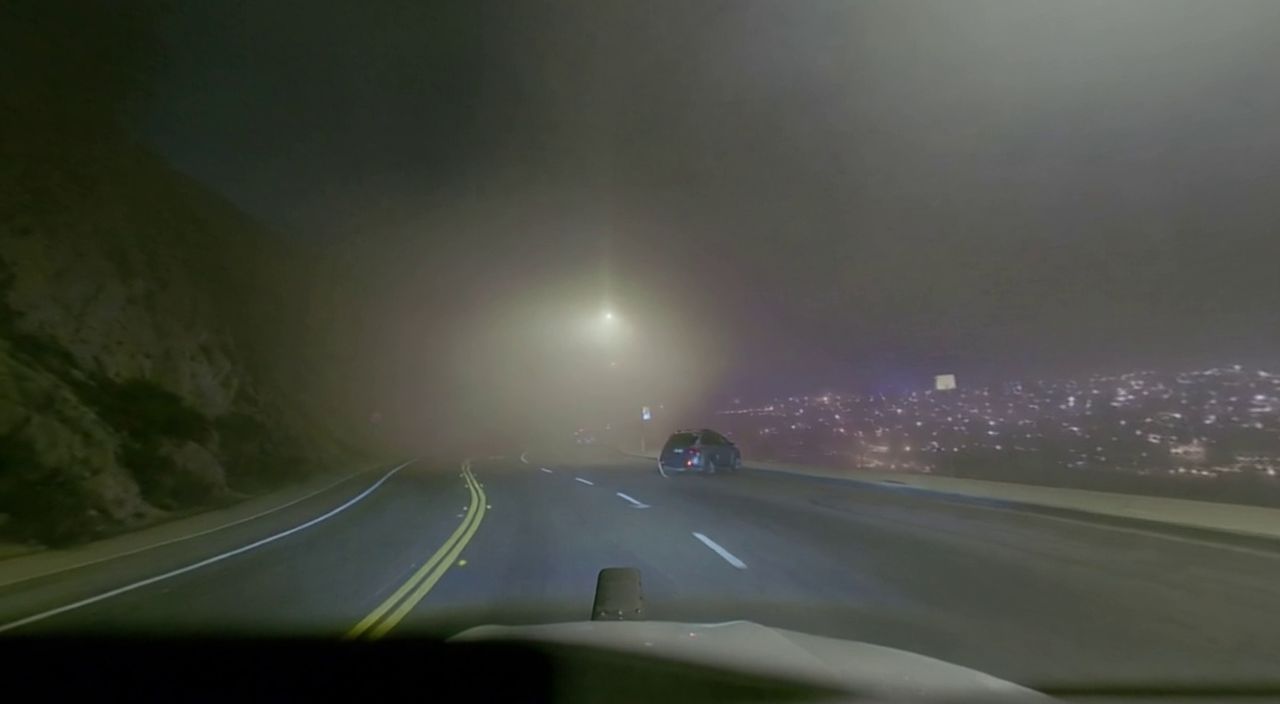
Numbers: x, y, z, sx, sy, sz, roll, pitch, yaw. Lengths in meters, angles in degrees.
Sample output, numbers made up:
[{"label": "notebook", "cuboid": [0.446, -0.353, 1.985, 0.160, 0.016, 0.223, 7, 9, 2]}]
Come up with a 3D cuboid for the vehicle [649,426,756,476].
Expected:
[{"label": "vehicle", "cuboid": [2.452, 3.693, 23.682, 2.064, 1.667, 4.453, -6, -10, 34]}]
